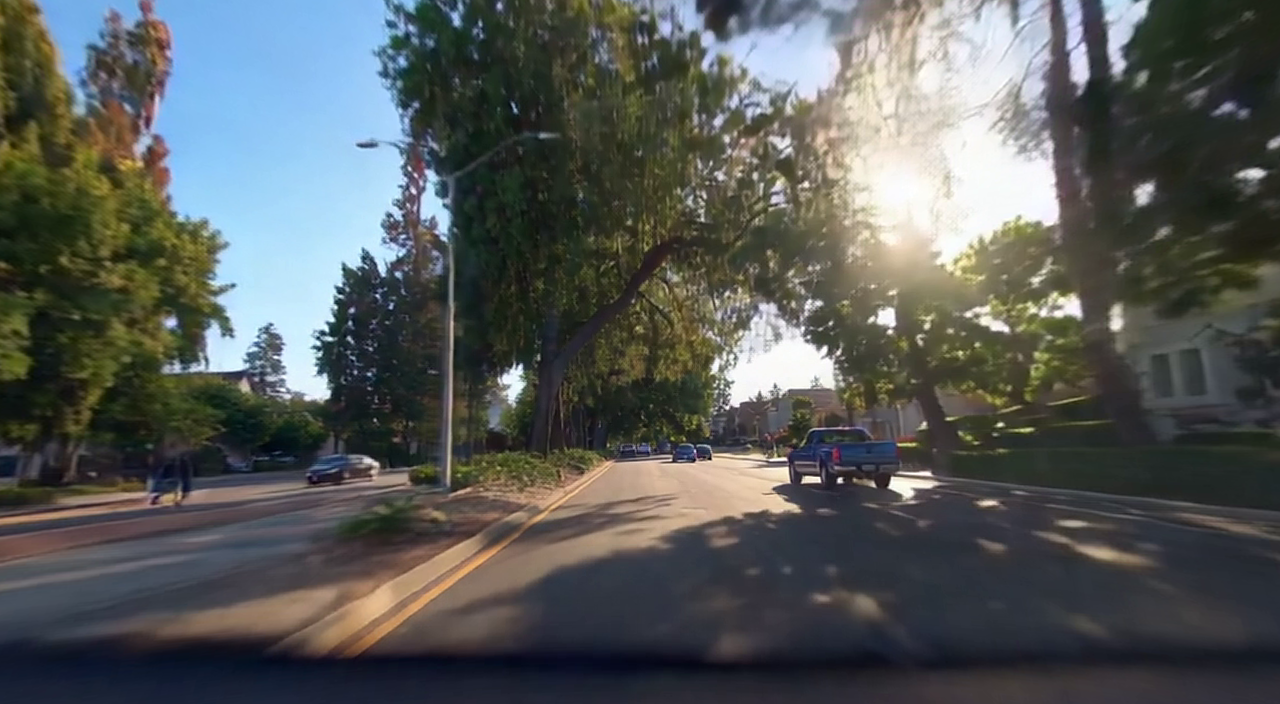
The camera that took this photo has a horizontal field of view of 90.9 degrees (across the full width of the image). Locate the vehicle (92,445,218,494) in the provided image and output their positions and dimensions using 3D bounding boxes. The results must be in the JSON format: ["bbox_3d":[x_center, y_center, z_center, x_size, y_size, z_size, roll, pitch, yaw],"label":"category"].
[{"bbox_3d":[-23.134,5.521,30.068,5.541,2.074,2.416,-4,-9,26],"label":"vehicle"}]

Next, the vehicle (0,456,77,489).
[{"bbox_3d":[-38.040,7.452,39.117,4.138,1.865,1.998,0,-8,-1],"label":"vehicle"}]

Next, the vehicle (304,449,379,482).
[{"bbox_3d":[-14.213,5.416,30.306,1.803,1.438,4.538,1,-9,-6],"label":"vehicle"}]

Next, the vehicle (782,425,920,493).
[{"bbox_3d":[6.210,3.251,19.504,2.262,1.769,5.666,0,-8,-1],"label":"vehicle"}]
